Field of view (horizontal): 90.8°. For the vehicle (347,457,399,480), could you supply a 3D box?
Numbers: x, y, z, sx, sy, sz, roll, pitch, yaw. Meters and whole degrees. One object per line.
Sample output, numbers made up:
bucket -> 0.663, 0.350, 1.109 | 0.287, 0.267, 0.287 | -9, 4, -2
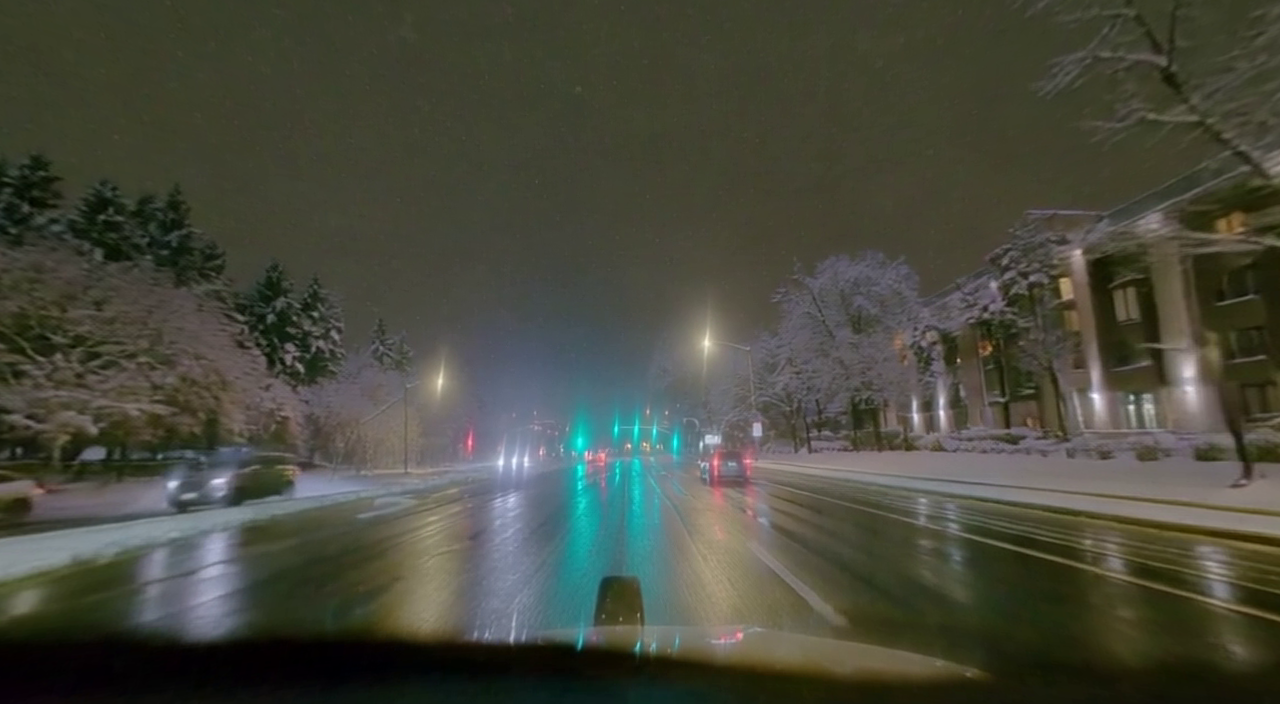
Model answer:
vehicle -> -19.309, 8.391, 45.858 | 1.876, 1.506, 4.231 | 0, -9, 0

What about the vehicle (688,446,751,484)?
vehicle -> 3.266, 4.735, 26.812 | 1.966, 1.449, 4.290 | 0, -9, -2

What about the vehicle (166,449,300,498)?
vehicle -> -15.952, 4.741, 25.162 | 2.093, 1.709, 4.952 | 0, -9, -1
